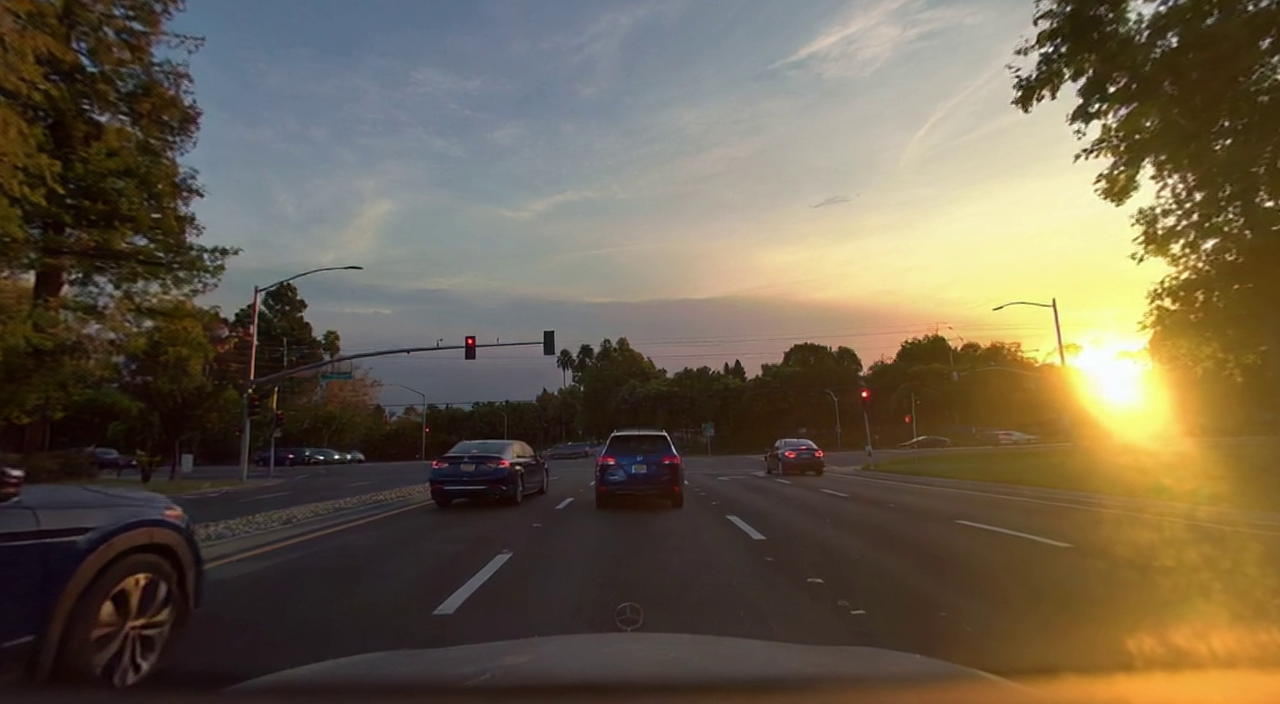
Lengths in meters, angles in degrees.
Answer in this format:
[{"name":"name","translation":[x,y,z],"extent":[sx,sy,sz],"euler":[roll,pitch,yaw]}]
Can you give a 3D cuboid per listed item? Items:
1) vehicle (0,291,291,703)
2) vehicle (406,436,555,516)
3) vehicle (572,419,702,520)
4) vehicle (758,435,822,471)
[{"name":"vehicle","translation":[-3.557,0.610,1.642],"extent":[2.320,1.863,5.148],"euler":[0,-8,0]},{"name":"vehicle","translation":[-3.387,2.739,14.619],"extent":[2.061,1.504,5.142],"euler":[0,-8,0]},{"name":"vehicle","translation":[-0.039,2.389,13.319],"extent":[2.298,1.770,4.138],"euler":[0,-8,0]},{"name":"vehicle","translation":[7.992,5.406,34.010],"extent":[2.166,1.761,4.692],"euler":[0,-8,-2]}]
